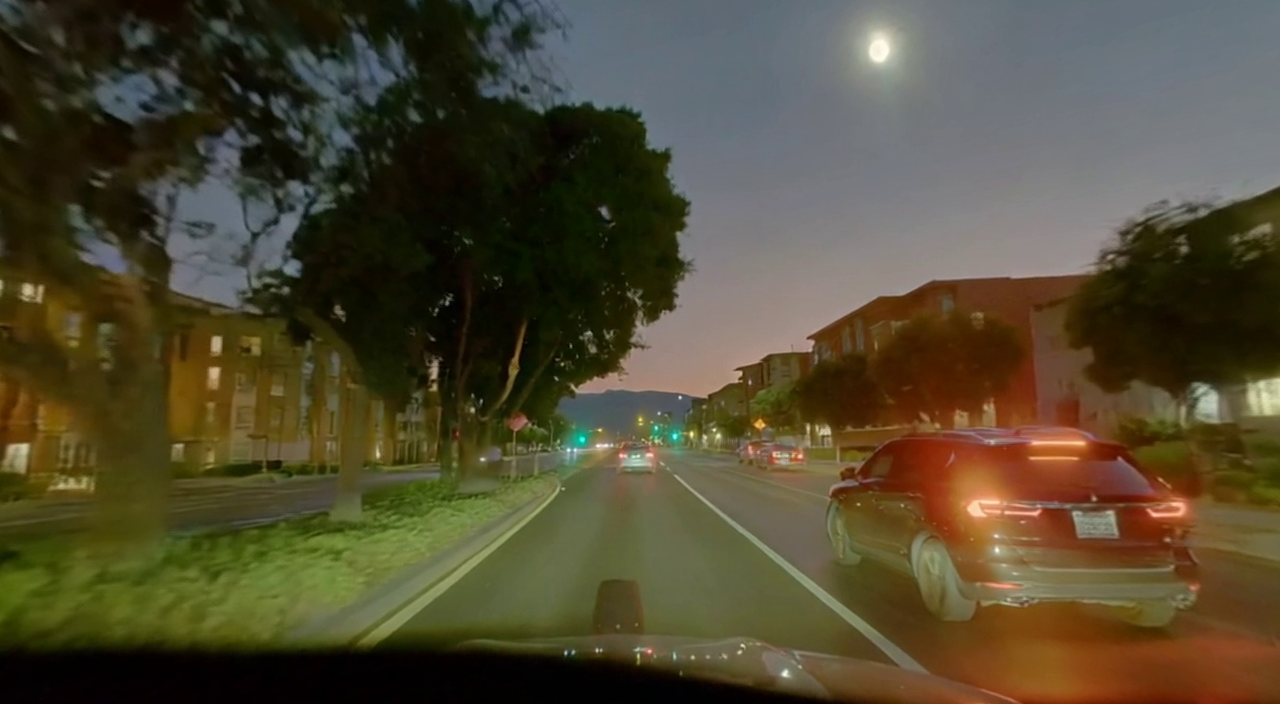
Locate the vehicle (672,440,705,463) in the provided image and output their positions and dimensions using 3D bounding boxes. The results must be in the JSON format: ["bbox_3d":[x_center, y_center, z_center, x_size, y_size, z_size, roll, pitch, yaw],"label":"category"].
[{"bbox_3d":[3.360,7.002,44.587,1.910,1.474,4.003,0,-9,-1],"label":"vehicle"}]

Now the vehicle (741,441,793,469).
[{"bbox_3d":[7.339,5.972,36.890,1.936,1.516,4.579,0,-9,-2],"label":"vehicle"}]

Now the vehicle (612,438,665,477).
[{"bbox_3d":[-0.096,4.282,25.822,2.006,1.487,3.535,0,-9,-1],"label":"vehicle"}]

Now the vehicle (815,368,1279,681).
[{"bbox_3d":[3.126,1.248,5.586,1.949,1.723,4.020,0,-9,0],"label":"vehicle"}]
